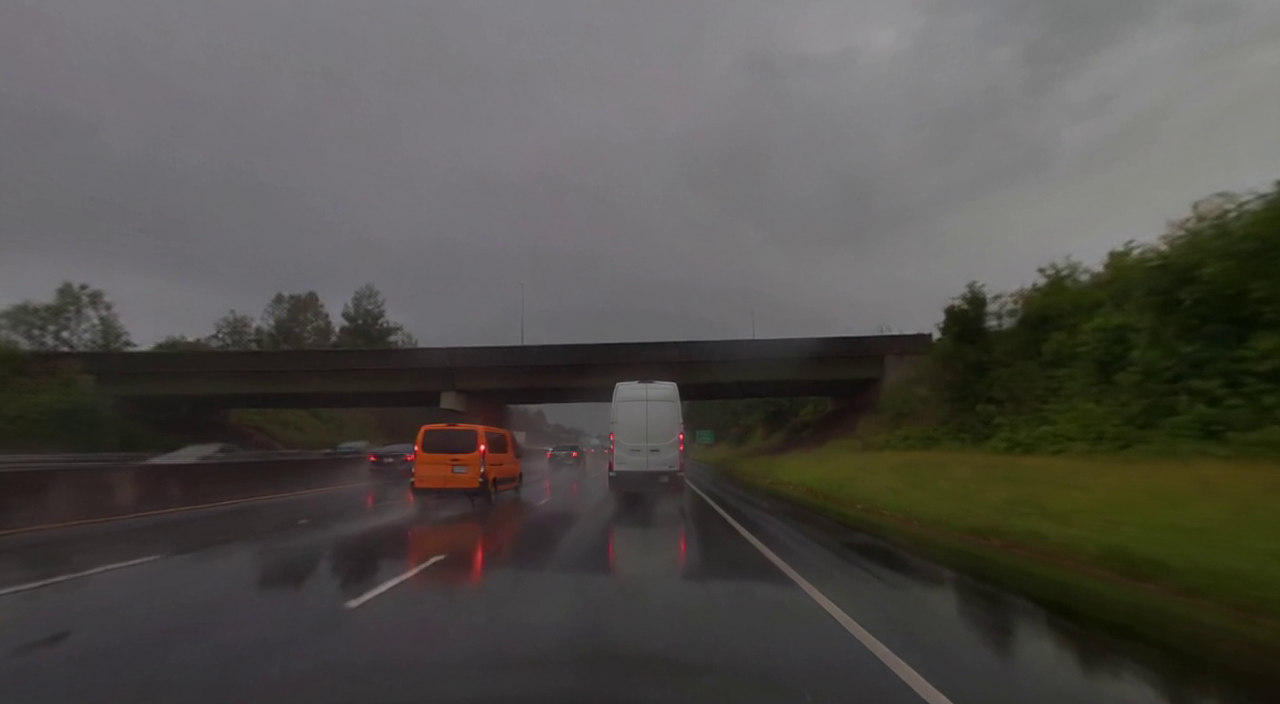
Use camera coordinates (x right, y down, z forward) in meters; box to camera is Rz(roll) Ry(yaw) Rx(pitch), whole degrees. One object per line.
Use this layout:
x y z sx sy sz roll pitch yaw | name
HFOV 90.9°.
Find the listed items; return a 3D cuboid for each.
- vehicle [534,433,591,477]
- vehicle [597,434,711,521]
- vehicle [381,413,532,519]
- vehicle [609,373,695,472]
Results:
-3.485 4.747 29.242 2.068 1.862 4.234 0 -9 0 | vehicle
0.234 2.448 12.696 1.991 1.507 3.391 0 -9 0 | vehicle
-3.648 2.367 13.400 1.951 1.882 3.979 0 -9 1 | vehicle
0.480 4.125 33.618 3.289 3.822 18.653 0 -9 0 | vehicle
